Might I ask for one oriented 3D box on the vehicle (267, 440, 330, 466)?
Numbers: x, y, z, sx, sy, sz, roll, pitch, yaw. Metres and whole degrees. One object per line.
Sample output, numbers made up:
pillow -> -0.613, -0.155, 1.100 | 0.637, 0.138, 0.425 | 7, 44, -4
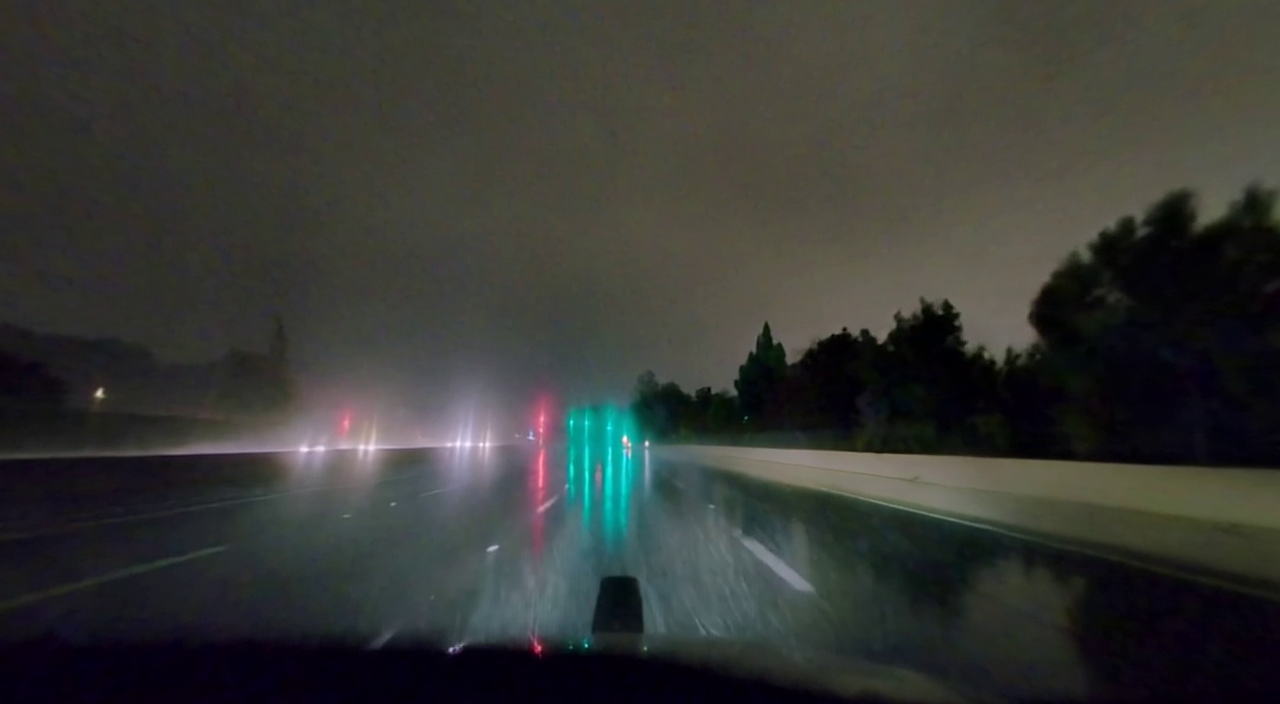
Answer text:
vehicle -> -24.346, 7.203, 45.275 | 1.943, 1.528, 4.598 | 3, -6, -1
